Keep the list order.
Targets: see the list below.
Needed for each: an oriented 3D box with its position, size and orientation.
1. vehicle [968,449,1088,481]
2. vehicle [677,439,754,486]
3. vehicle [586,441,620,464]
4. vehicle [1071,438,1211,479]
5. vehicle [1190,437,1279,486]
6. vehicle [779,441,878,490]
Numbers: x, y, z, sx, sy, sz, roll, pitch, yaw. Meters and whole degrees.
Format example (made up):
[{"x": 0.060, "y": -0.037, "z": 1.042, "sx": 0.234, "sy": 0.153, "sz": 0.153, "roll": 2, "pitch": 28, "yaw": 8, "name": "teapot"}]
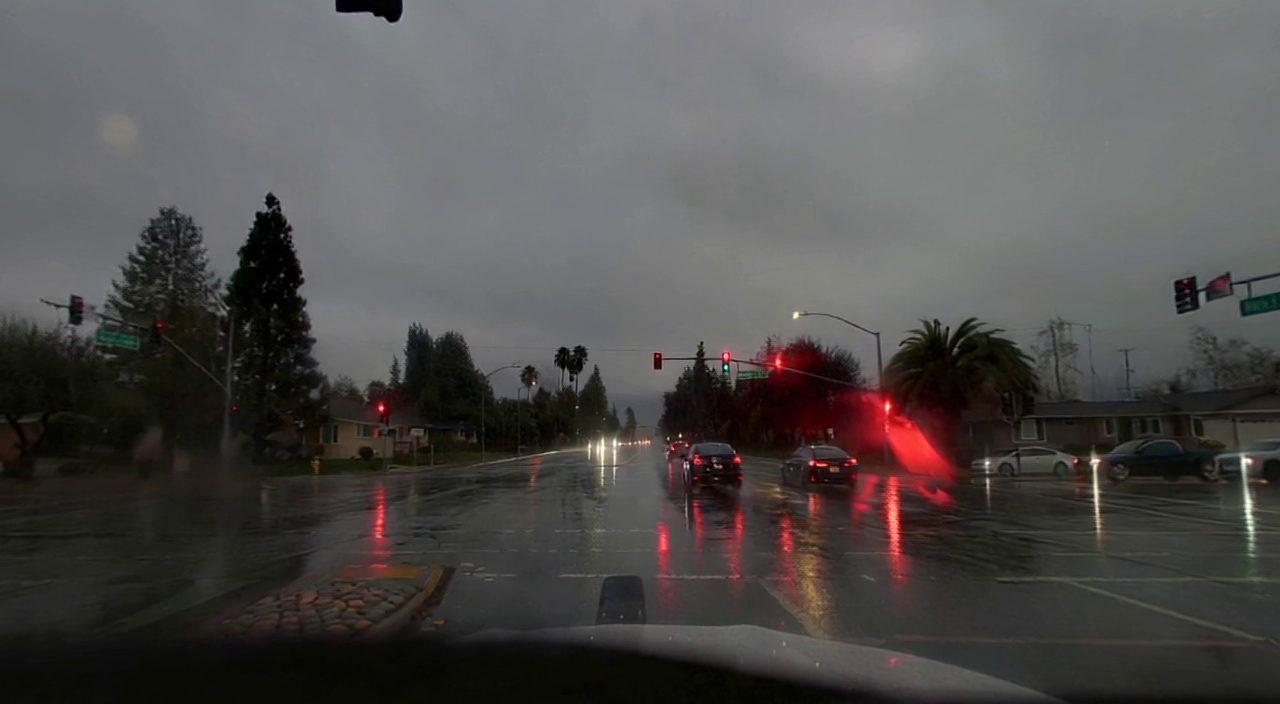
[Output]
[{"x": 19.714, "y": 5.750, "z": 32.243, "sx": 4.874, "sy": 1.544, "sz": 1.779, "roll": 0, "pitch": -9, "yaw": 1, "name": "vehicle"}, {"x": 2.536, "y": 3.851, "z": 22.404, "sx": 2.079, "sy": 1.473, "sz": 4.748, "roll": 0, "pitch": -9, "yaw": -1, "name": "vehicle"}, {"x": -2.423, "y": 6.711, "z": 42.285, "sx": 2.045, "sy": 1.484, "sz": 3.991, "roll": 0, "pitch": -9, "yaw": 0, "name": "vehicle"}, {"x": 23.479, "y": 4.987, "z": 29.758, "sx": 4.807, "sy": 1.835, "sz": 2.033, "roll": 0, "pitch": -9, "yaw": -1, "name": "vehicle"}, {"x": 23.613, "y": 4.039, "z": 23.479, "sx": 4.417, "sy": 1.725, "sz": 1.969, "roll": 0, "pitch": -9, "yaw": -1, "name": "vehicle"}, {"x": 6.269, "y": 3.807, "z": 21.579, "sx": 1.908, "sy": 1.450, "sz": 4.564, "roll": 0, "pitch": -9, "yaw": -1, "name": "vehicle"}]
